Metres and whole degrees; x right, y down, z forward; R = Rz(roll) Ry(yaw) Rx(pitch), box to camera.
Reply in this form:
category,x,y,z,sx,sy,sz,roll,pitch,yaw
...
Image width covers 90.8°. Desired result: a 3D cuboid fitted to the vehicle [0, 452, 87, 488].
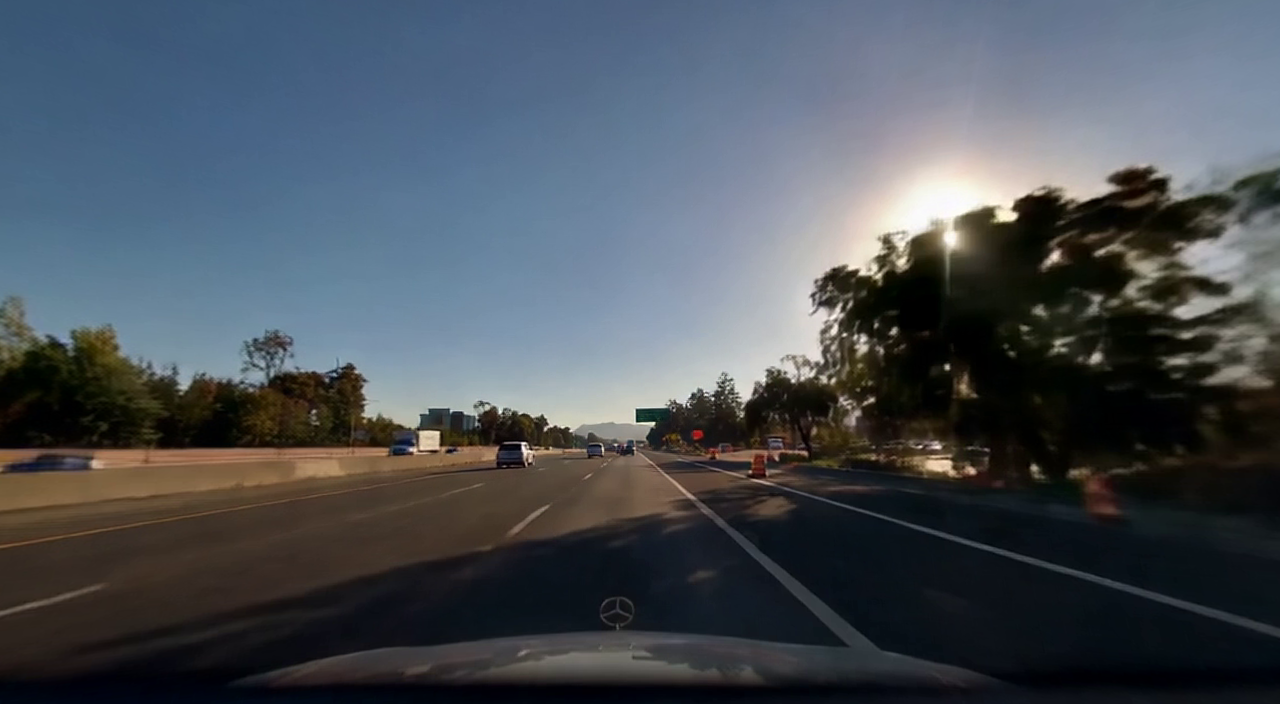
category,x,y,z,sx,sy,sz,roll,pitch,yaw
vehicle,-27.457,5.181,27.977,1.753,1.443,4.600,0,-9,-1

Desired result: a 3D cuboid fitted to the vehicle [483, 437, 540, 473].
category,x,y,z,sx,sy,sz,roll,pitch,yaw
vehicle,-6.638,5.387,33.128,2.036,1.758,4.529,0,-9,0
